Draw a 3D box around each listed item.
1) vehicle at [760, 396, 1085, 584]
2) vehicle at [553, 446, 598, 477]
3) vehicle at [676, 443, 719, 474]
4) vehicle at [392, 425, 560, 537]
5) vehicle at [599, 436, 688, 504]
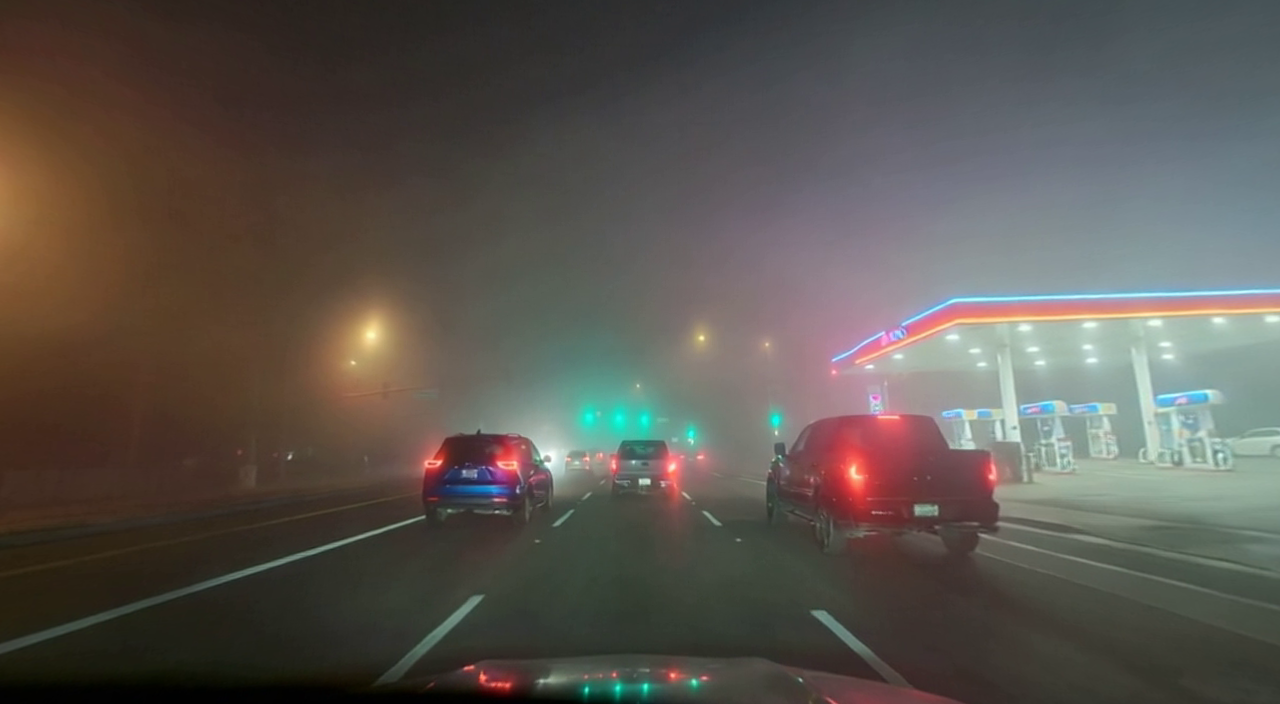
[{"bbox_3d":[3.329,1.769,9.019,2.161,1.868,5.321,0,-8,0],"label":"vehicle"},{"bbox_3d":[-3.383,5.836,33.865,1.954,1.497,4.078,0,-8,0],"label":"vehicle"},{"bbox_3d":[3.392,6.376,38.100,2.122,1.745,4.337,0,-8,-1],"label":"vehicle"},{"bbox_3d":[-2.851,2.343,12.098,2.019,1.731,4.299,0,-8,1],"label":"vehicle"},{"bbox_3d":[0.048,3.232,17.706,2.181,1.650,4.083,0,-8,-1],"label":"vehicle"}]
